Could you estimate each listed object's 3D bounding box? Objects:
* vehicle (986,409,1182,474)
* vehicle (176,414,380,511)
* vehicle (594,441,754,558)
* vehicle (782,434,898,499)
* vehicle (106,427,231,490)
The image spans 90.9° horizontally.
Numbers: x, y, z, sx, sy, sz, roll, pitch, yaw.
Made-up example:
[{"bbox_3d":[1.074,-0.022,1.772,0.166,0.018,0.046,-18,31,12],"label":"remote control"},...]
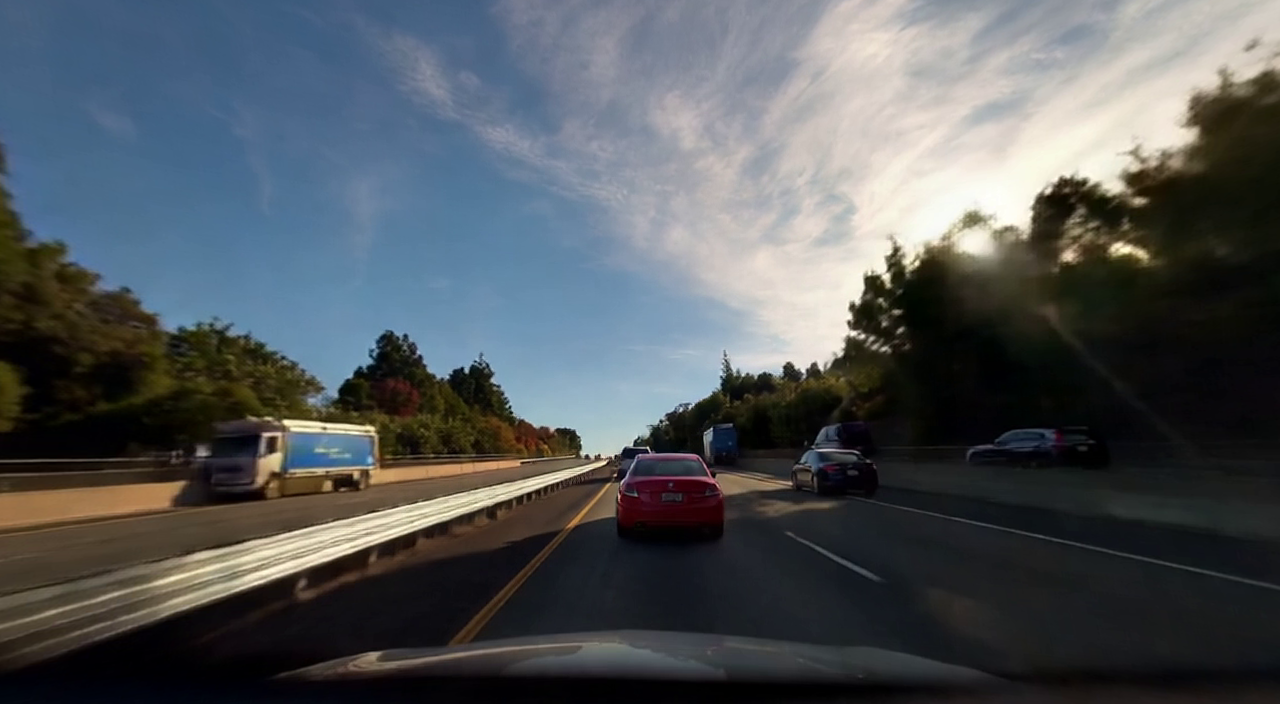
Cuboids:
[{"bbox_3d":[31.482,6.684,46.223,2.822,3.996,14.073,1,-9,-6],"label":"vehicle"},{"bbox_3d":[-12.346,3.889,22.646,2.580,2.814,7.896,0,-9,0],"label":"vehicle"},{"bbox_3d":[0.446,2.216,10.120,2.076,1.485,3.774,0,-9,0],"label":"vehicle"},{"bbox_3d":[6.260,3.663,20.429,2.177,1.827,4.565,0,-9,-1],"label":"vehicle"},{"bbox_3d":[-33.568,7.567,45.397,2.902,3.981,7.819,-3,-8,0],"label":"vehicle"}]
